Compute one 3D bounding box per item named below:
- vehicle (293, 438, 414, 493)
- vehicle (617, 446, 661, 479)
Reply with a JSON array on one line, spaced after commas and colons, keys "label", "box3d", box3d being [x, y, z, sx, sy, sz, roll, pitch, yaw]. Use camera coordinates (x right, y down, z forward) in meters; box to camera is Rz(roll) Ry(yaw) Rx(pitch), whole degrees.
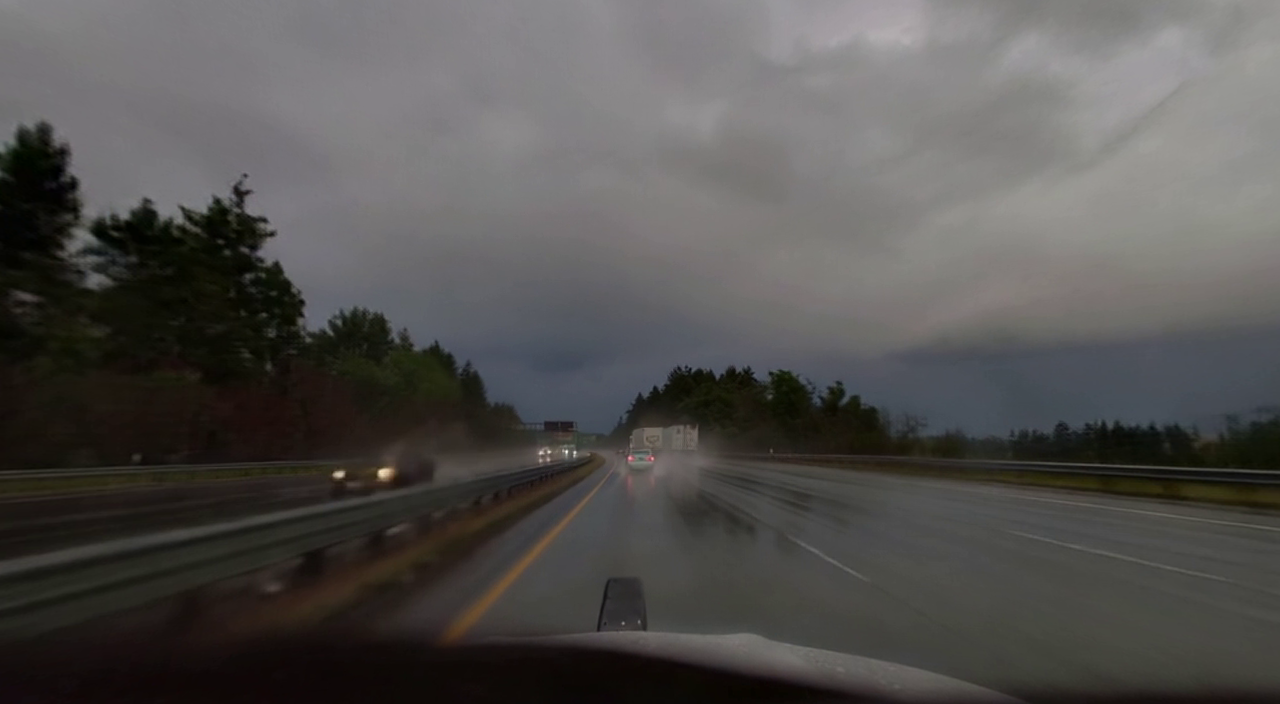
[{"label": "vehicle", "box3d": [-8.486, 3.368, 19.071, 1.783, 1.469, 3.969, 0, -9, 0]}, {"label": "vehicle", "box3d": [-0.054, 5.481, 31.542, 2.069, 1.523, 4.012, 0, -9, -1]}]
